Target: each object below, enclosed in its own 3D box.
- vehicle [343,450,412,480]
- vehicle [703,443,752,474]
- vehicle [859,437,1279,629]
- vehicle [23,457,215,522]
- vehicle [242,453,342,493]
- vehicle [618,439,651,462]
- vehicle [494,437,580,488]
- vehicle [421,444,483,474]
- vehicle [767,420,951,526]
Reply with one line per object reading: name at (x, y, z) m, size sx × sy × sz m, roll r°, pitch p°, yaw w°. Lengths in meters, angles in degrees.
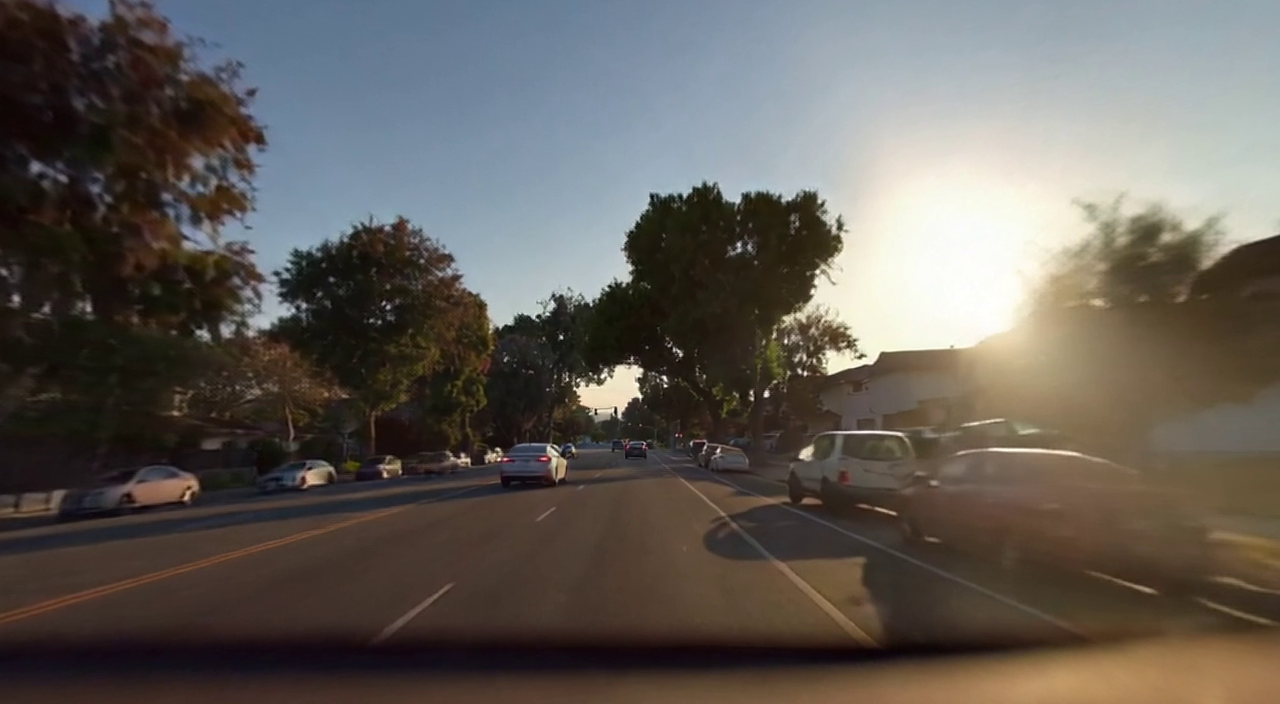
vehicle at (-14.617, 6.308, 35.467) m, size 1.898 × 1.530 × 4.675 m, roll 0°, pitch -8°, yaw -1°
vehicle at (4.285, 5.278, 31.592) m, size 1.890 × 1.459 × 4.371 m, roll 0°, pitch -8°, yaw 1°
vehicle at (4.384, 1.752, 7.308) m, size 1.933 × 1.463 × 4.735 m, roll 0°, pitch -8°, yaw -1°
vehicle at (-14.675, 3.851, 18.218) m, size 1.811 × 1.433 × 4.564 m, roll -5°, pitch -9°, yaw -2°
vehicle at (-14.546, 5.058, 26.706) m, size 1.847 × 1.494 × 4.189 m, roll 0°, pitch -8°, yaw -1°
vehicle at (-0.381, 6.706, 43.207) m, size 2.088 × 1.495 × 4.048 m, roll 0°, pitch -8°, yaw -1°
vehicle at (-3.251, 3.582, 20.843) m, size 2.027 × 1.477 × 4.413 m, roll 0°, pitch -8°, yaw 1°
vehicle at (-9.902, 5.645, 33.550) m, size 1.985 × 1.502 × 4.253 m, roll 0°, pitch -8°, yaw 0°
vehicle at (4.269, 2.446, 13.359) m, size 2.123 × 1.797 × 4.792 m, roll 0°, pitch -8°, yaw 0°
